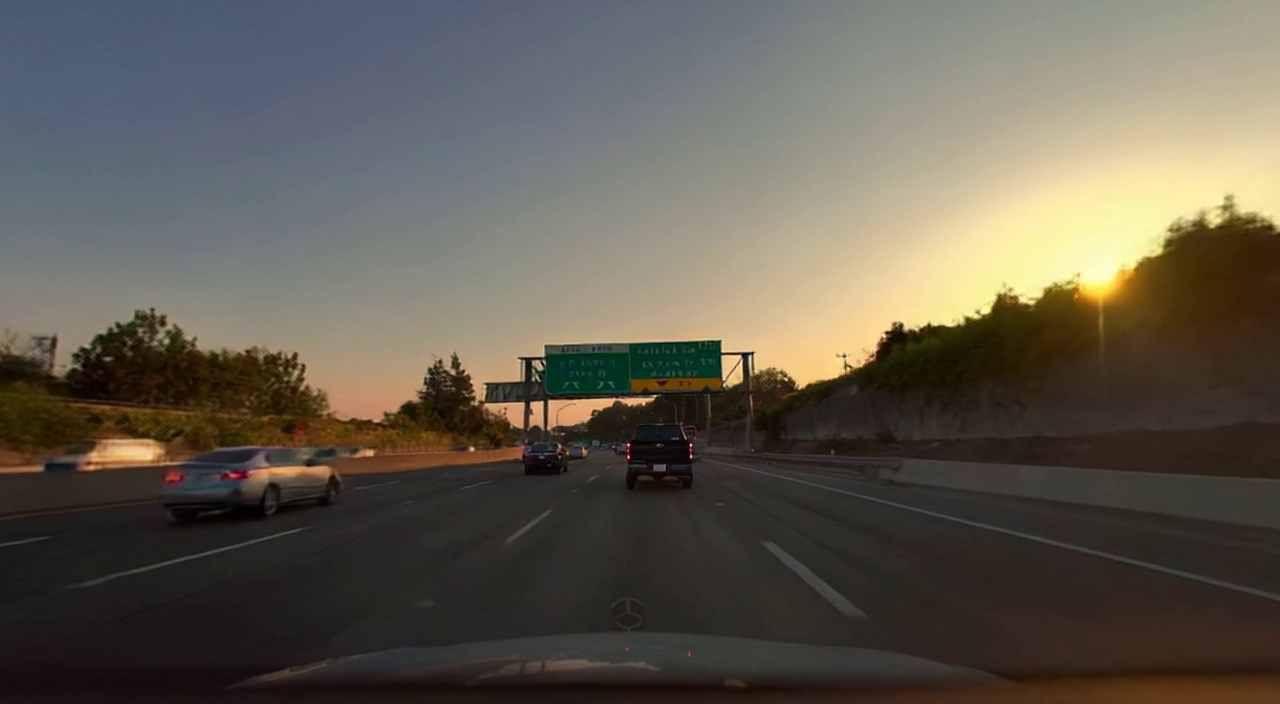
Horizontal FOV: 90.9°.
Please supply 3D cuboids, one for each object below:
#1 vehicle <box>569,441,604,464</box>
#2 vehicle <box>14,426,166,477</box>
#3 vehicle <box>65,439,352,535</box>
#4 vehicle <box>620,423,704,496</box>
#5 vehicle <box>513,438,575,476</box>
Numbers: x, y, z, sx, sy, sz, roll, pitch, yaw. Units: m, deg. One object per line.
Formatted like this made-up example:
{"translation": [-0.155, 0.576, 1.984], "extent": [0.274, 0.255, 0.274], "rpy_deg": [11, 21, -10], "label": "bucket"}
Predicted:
{"translation": [-3.788, 7.174, 45.155], "extent": [2.061, 1.584, 4.290], "rpy_deg": [0, -8, 1], "label": "vehicle"}
{"translation": [-34.270, 6.234, 39.788], "extent": [2.699, 2.920, 7.178], "rpy_deg": [-1, -8, 4], "label": "vehicle"}
{"translation": [-7.756, 2.436, 12.137], "extent": [2.081, 1.463, 4.749], "rpy_deg": [0, -8, 1], "label": "vehicle"}
{"translation": [0.543, 3.028, 18.091], "extent": [2.083, 1.792, 4.782], "rpy_deg": [0, -8, 0], "label": "vehicle"}
{"translation": [-4.250, 4.749, 28.737], "extent": [1.961, 1.591, 4.756], "rpy_deg": [0, -8, 1], "label": "vehicle"}
